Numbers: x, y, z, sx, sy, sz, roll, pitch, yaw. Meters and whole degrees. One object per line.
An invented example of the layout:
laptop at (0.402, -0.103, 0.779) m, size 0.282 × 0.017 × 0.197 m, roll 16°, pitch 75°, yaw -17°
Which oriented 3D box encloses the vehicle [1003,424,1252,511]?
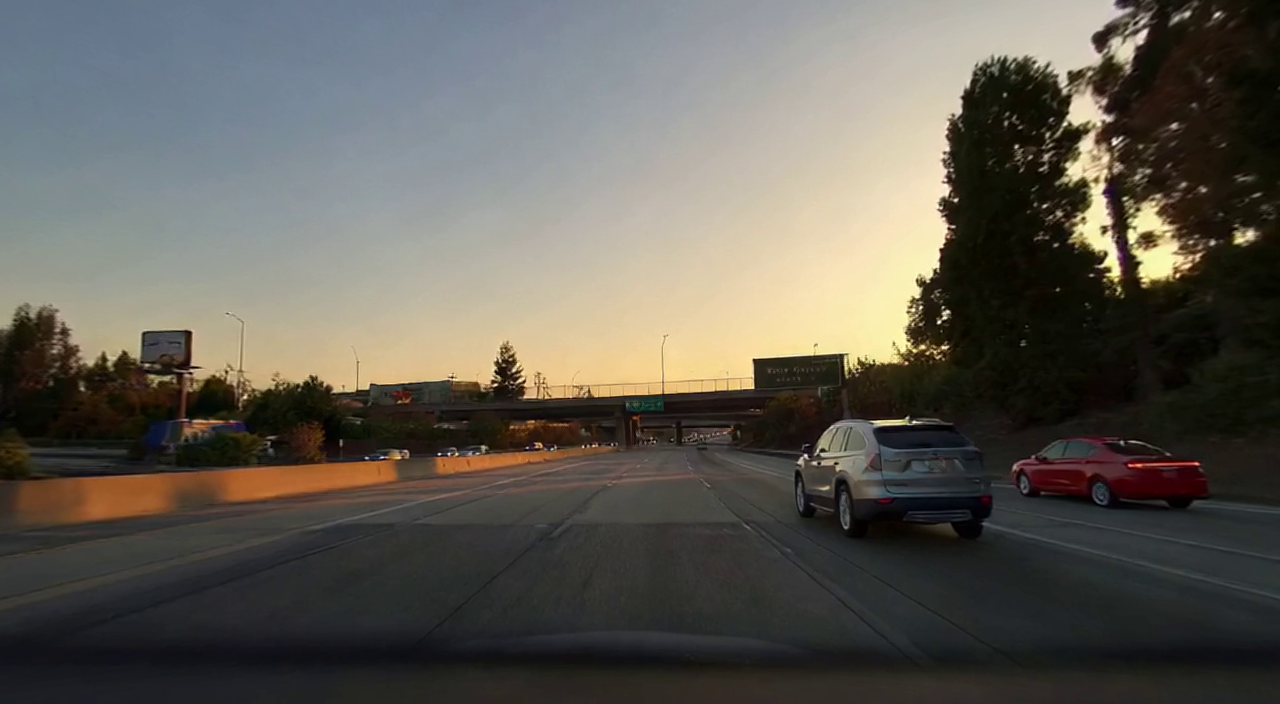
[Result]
vehicle at (10.519, 2.515, 14.174) m, size 2.024 × 1.628 × 4.417 m, roll 0°, pitch -8°, yaw 0°

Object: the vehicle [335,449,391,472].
vehicle at (-19.983, 7.831, 45.710) m, size 1.800 × 1.469 × 4.518 m, roll -1°, pitch -8°, yaw 3°

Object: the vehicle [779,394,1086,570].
vehicle at (3.411, 1.626, 8.604) m, size 2.019 × 1.732 × 4.579 m, roll 0°, pitch -8°, yaw 1°
